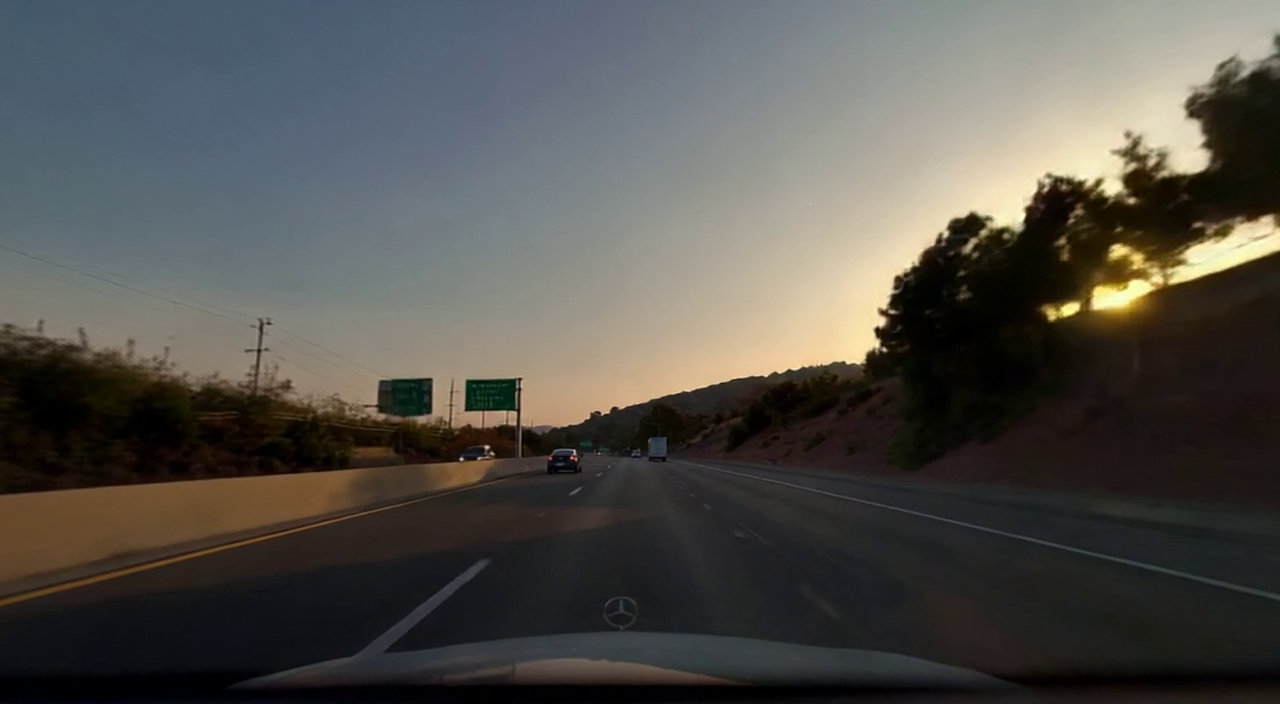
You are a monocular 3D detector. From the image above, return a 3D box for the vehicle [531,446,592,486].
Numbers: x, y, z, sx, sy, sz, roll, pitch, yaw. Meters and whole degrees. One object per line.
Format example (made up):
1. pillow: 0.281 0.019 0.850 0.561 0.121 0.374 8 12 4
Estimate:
1. vehicle: -3.264 4.822 26.851 2.100 1.525 4.179 0 -9 0
